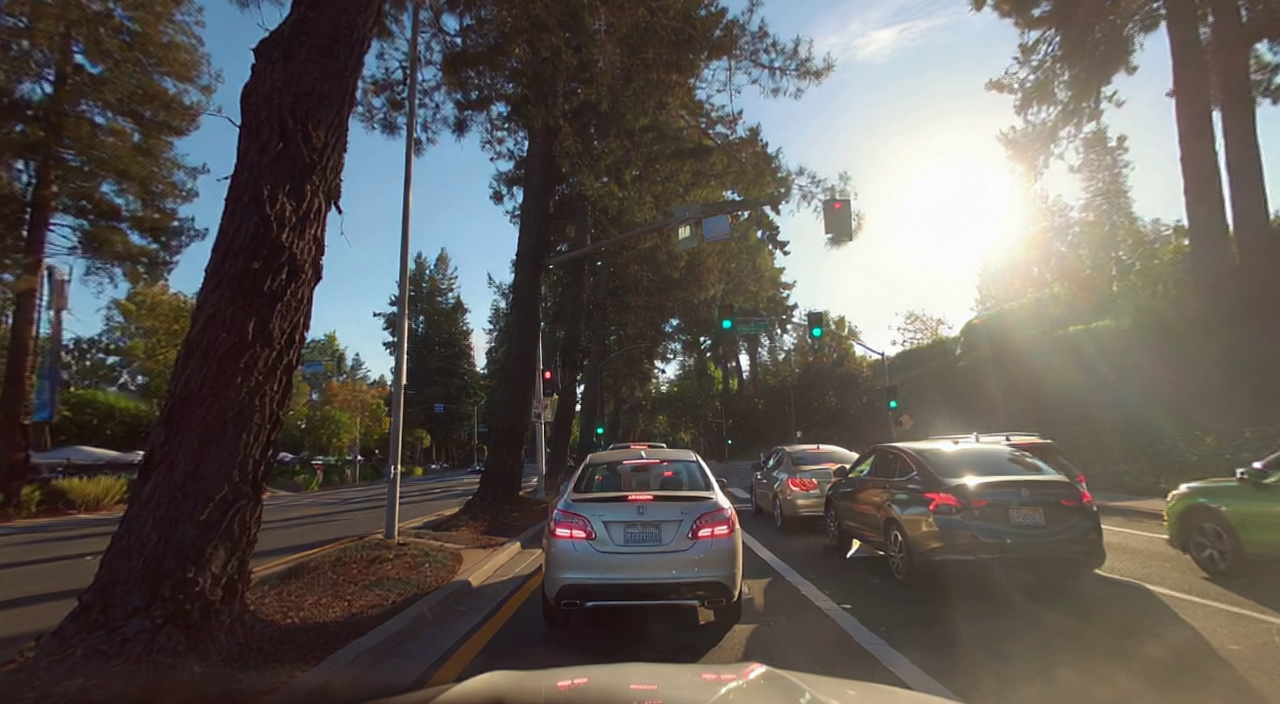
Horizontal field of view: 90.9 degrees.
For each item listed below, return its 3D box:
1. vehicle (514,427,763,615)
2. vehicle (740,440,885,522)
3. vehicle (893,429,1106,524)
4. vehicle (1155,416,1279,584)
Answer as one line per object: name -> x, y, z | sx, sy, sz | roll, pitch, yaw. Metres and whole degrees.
vehicle -> 0.007, 1.685, 7.135 | 2.015, 1.502, 3.898 | 0, -9, 1
vehicle -> 3.529, 2.725, 13.868 | 1.934, 1.494, 4.446 | 0, -9, 0
vehicle -> 7.018, 2.467, 12.923 | 1.923, 1.611, 4.094 | 0, -9, 0
vehicle -> 6.933, 1.339, 5.584 | 1.783, 1.572, 3.421 | 0, -9, 1
